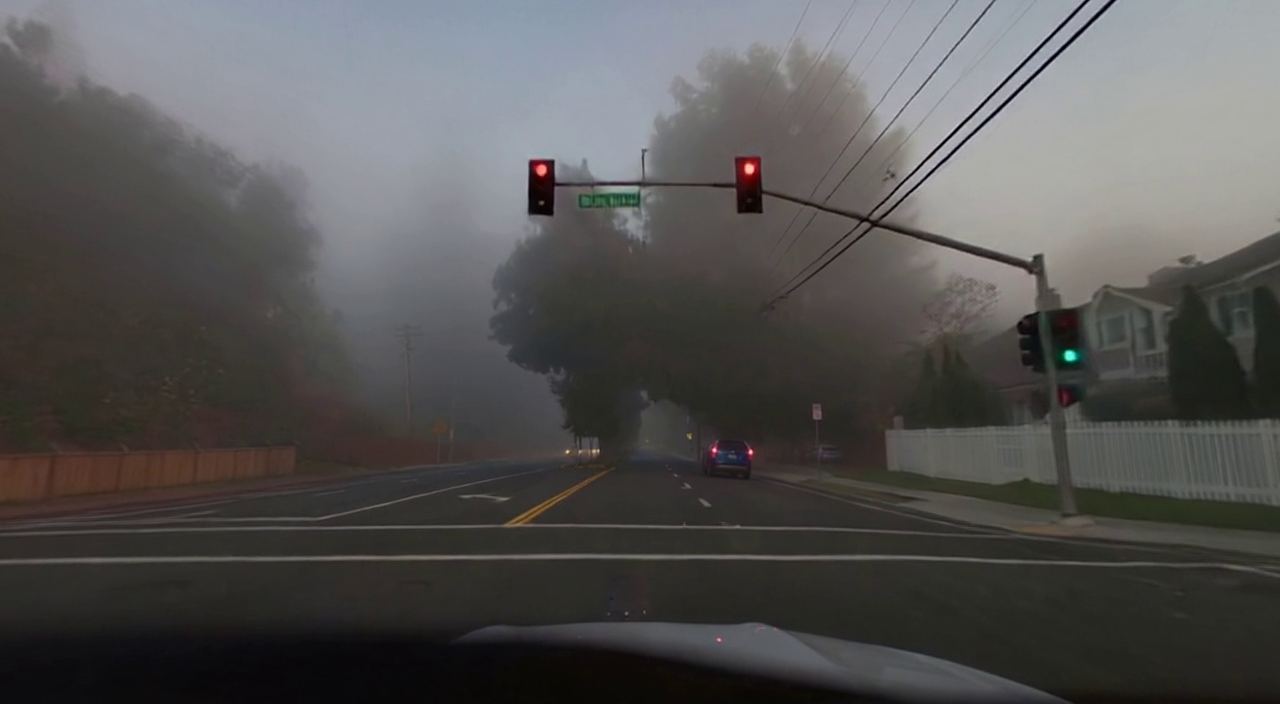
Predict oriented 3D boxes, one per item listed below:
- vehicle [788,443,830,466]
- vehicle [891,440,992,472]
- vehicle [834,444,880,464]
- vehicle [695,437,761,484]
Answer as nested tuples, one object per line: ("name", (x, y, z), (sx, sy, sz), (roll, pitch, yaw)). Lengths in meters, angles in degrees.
("vehicle", (12.485, 7.566, 46.796), (1.970, 1.561, 4.725), (-1, -9, 3))
("vehicle", (15.411, 5.326, 32.370), (4.135, 1.558, 1.929), (0, -8, 1))
("vehicle", (16.219, 7.616, 47.288), (1.747, 1.405, 4.372), (0, -8, -2))
("vehicle", (3.761, 4.737, 27.794), (2.144, 1.843, 4.827), (0, -9, -1))
